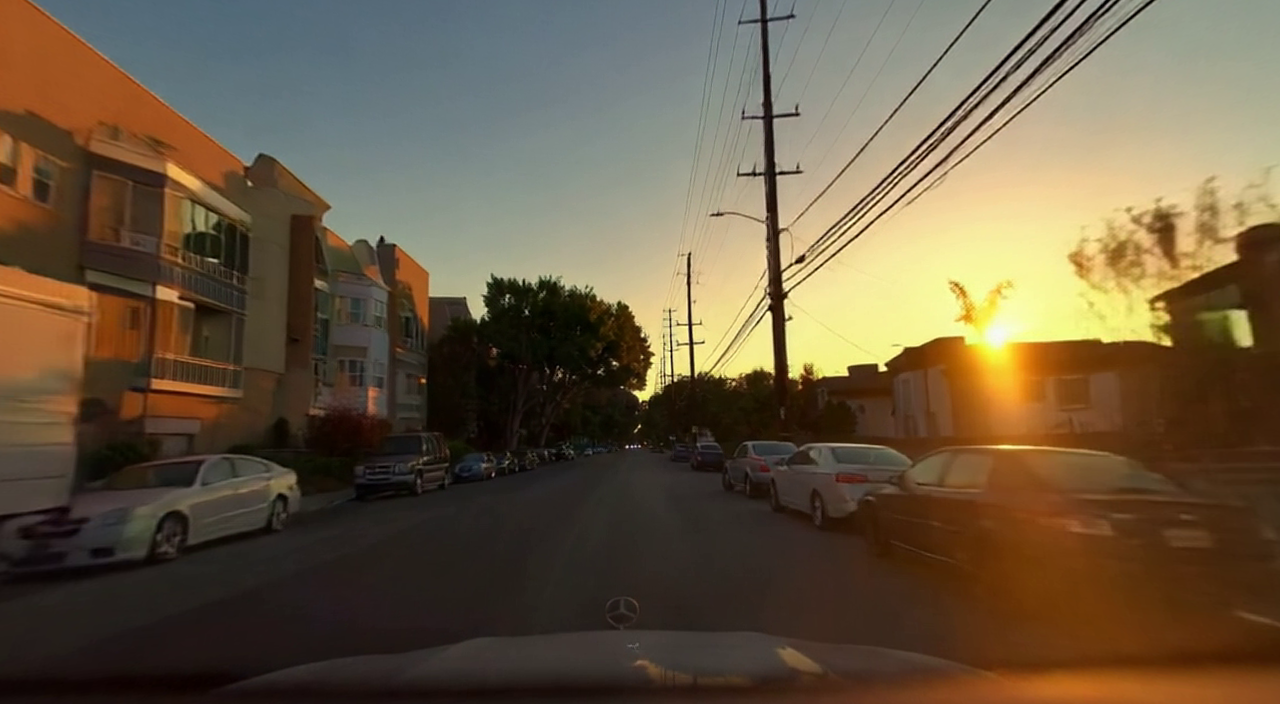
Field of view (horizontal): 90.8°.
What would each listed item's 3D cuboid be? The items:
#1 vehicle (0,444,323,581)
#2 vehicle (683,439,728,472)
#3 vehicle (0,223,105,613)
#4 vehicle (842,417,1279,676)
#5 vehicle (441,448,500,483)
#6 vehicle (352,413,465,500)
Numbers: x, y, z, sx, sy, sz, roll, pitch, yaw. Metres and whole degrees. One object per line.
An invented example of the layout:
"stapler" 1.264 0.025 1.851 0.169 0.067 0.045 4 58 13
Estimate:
"vehicle" -7.255 2.366 10.296 1.894 1.585 4.514 -3 -8 0
"vehicle" 3.553 5.749 35.225 2.095 1.694 4.592 -1 -8 1
"vehicle" -7.470 0.306 3.553 2.901 3.610 6.707 -3 -9 1
"vehicle" 3.848 1.523 6.278 2.022 1.521 4.933 0 -9 0
"vehicle" -7.817 5.259 29.506 1.873 1.437 4.068 -1 -8 -4
"vehicle" -7.156 3.279 20.061 1.889 2.463 4.142 0 -9 1
